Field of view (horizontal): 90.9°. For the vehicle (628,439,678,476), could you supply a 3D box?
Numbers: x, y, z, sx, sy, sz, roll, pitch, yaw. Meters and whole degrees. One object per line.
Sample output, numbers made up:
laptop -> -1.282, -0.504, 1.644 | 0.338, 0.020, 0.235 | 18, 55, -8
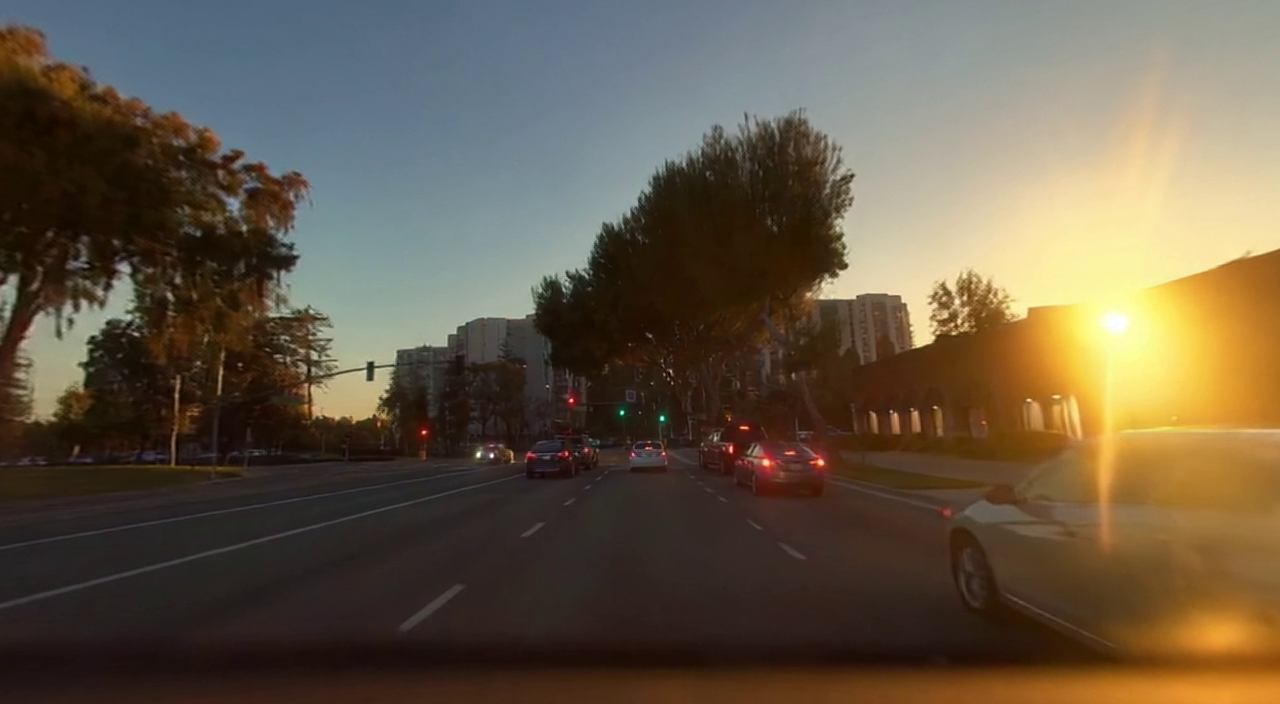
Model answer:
vehicle -> 0.500, 4.437, 26.751 | 1.971, 1.433, 3.923 | 0, -8, 0

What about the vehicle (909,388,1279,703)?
vehicle -> 3.259, 0.992, 3.090 | 1.948, 1.474, 4.360 | 0, -8, 0

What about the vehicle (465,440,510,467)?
vehicle -> -10.147, 6.764, 42.204 | 1.989, 1.598, 4.054 | -1, -8, 0

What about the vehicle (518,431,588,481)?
vehicle -> -3.252, 3.989, 24.478 | 2.023, 1.720, 4.452 | 0, -8, 1

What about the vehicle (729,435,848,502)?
vehicle -> 3.579, 2.882, 16.032 | 1.913, 1.463, 4.198 | 0, -8, -1
